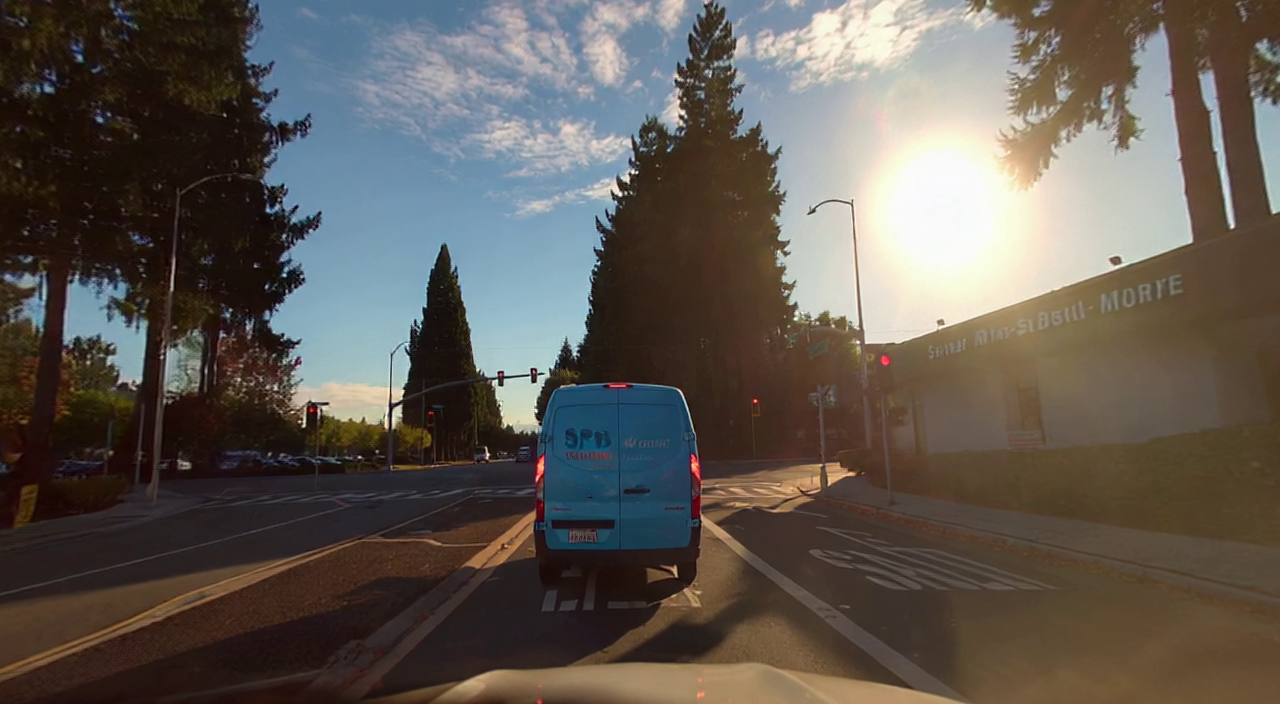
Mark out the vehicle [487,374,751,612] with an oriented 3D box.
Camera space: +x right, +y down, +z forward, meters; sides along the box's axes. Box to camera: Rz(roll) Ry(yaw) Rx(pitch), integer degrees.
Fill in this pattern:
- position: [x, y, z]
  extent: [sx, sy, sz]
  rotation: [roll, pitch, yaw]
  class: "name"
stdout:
- position: [-0.300, 1.465, 7.289]
  extent: [2.181, 1.949, 3.932]
  rotation: [1, -9, -4]
  class: "vehicle"
